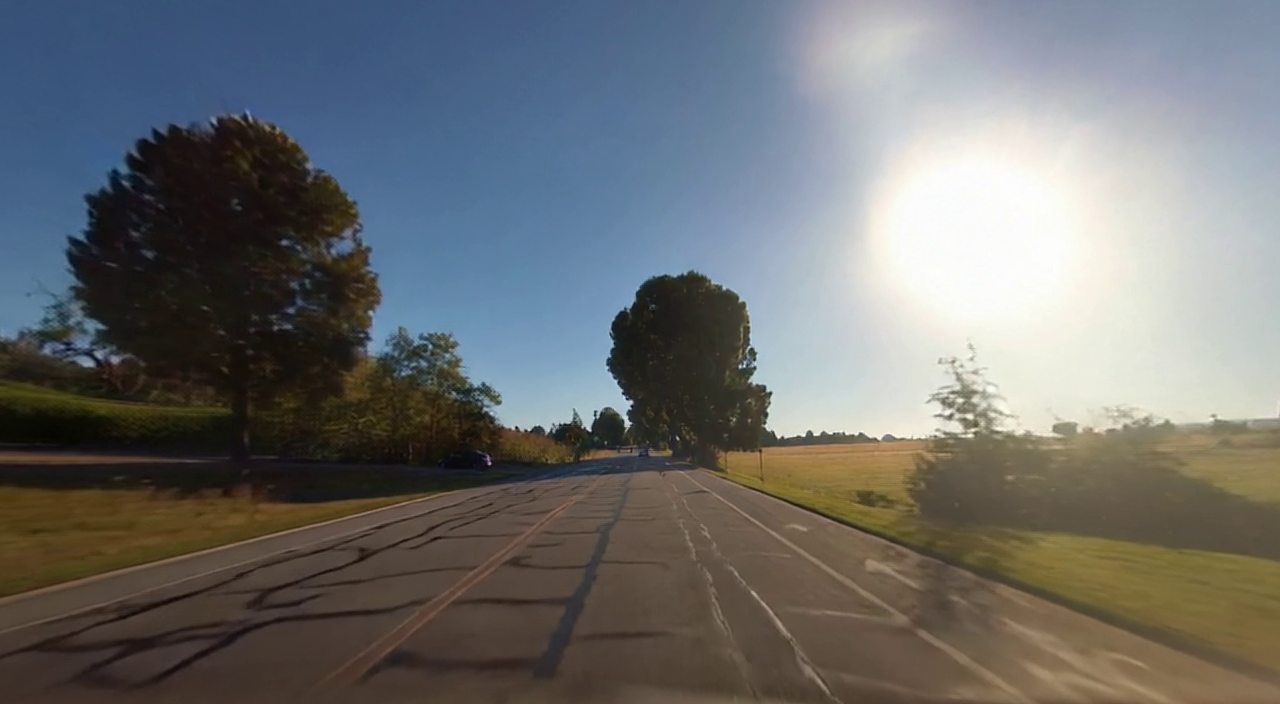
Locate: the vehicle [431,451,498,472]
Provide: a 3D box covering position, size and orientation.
[{"bbox_3d":[-12.464,7.803,44.999,4.266,1.425,1.759,0,-8,-2],"label":"vehicle"}]
